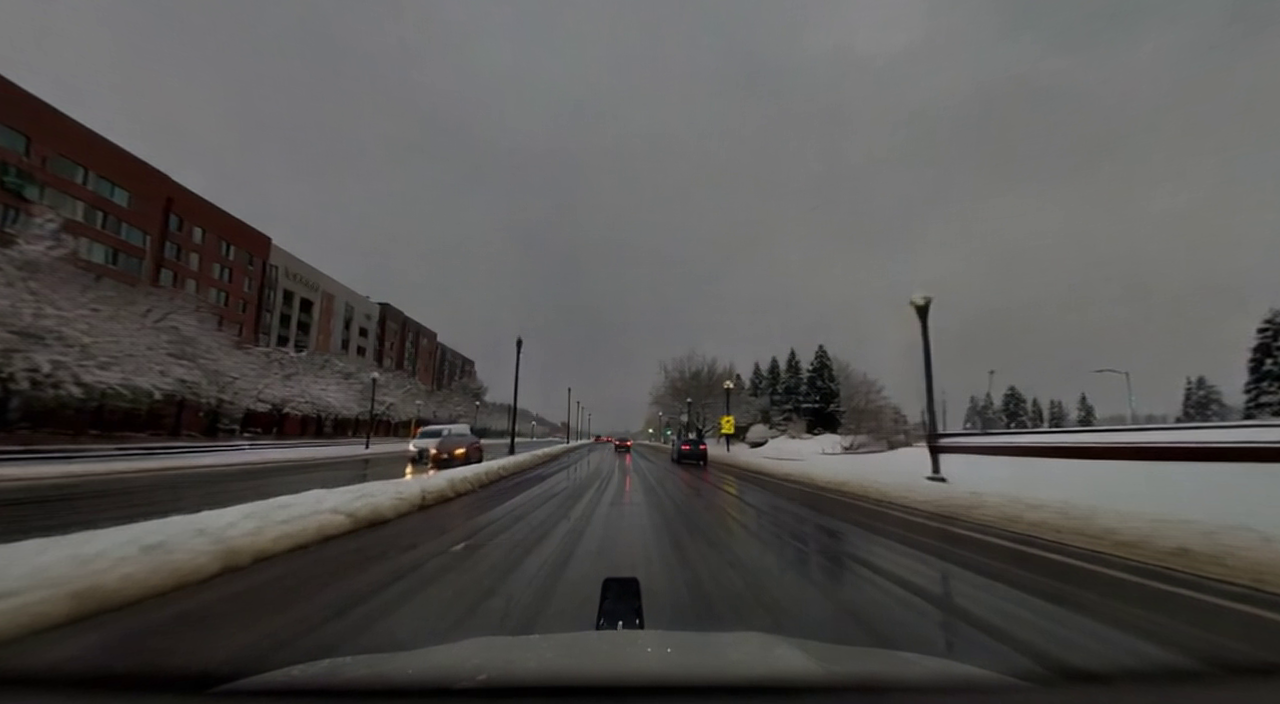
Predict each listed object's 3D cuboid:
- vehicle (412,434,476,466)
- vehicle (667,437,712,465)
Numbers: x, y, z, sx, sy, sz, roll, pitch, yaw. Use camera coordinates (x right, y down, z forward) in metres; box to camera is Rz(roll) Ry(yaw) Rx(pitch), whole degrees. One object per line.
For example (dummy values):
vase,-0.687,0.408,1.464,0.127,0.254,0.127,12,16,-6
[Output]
vehicle,-9.846,4.960,32.104,1.874,1.520,4.215,-1,-8,1
vehicle,2.829,5.823,37.205,2.090,1.506,4.382,0,-8,-2
